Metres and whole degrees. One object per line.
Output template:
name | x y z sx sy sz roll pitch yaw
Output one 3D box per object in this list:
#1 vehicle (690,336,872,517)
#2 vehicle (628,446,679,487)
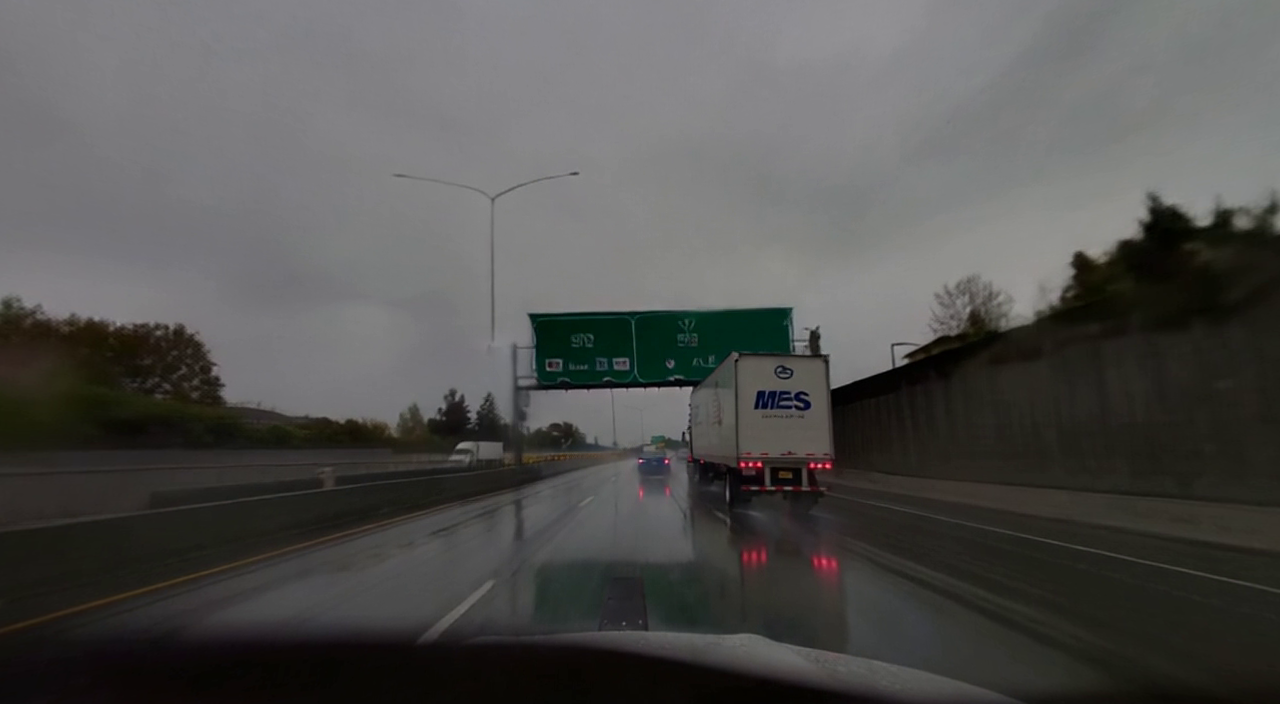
vehicle | 3.742 2.742 21.431 3.002 4.104 14.174 0 -9 0
vehicle | 0.581 5.049 28.086 2.121 1.642 3.828 0 -9 0
